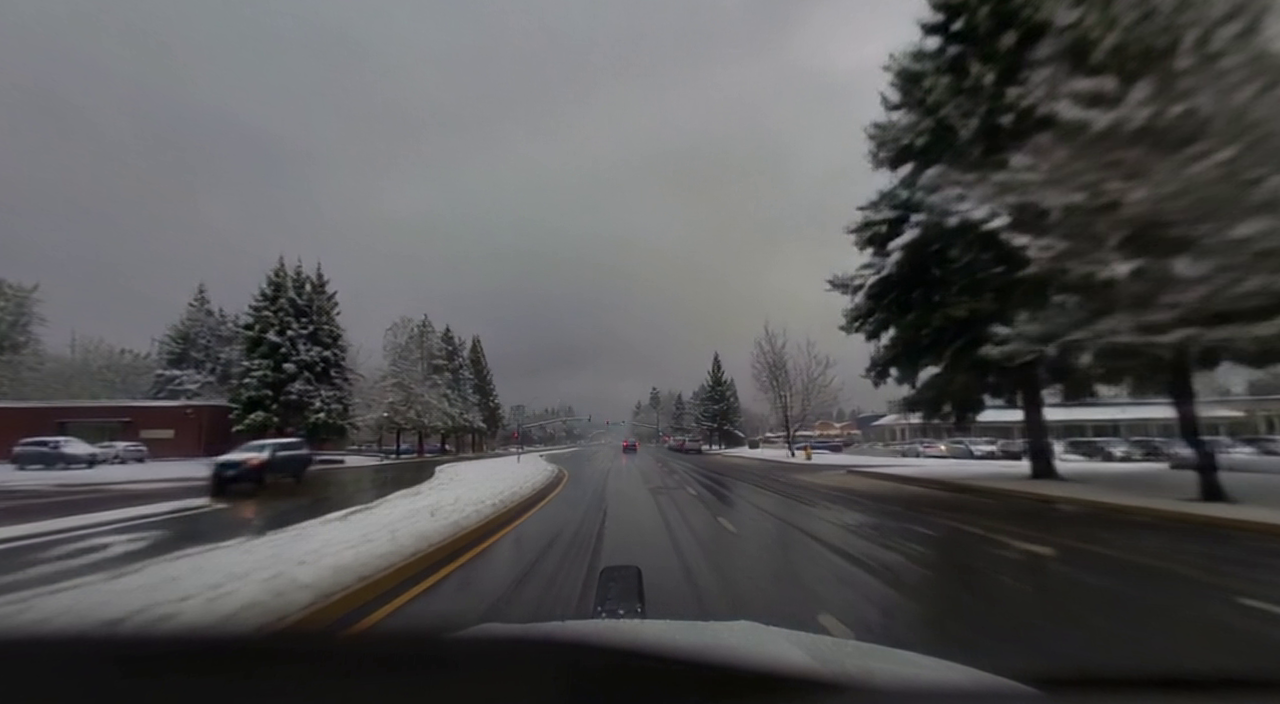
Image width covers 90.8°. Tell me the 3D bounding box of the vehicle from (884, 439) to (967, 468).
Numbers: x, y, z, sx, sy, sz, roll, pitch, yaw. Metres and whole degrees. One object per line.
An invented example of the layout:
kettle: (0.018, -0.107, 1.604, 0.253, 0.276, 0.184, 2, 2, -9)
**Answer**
vehicle: (16.460, 5.876, 36.765, 1.966, 1.583, 4.568, 2, -9, -13)

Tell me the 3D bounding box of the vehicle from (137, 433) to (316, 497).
vehicle: (-13.239, 3.628, 20.444, 4.497, 1.774, 1.958, -3, -9, 3)

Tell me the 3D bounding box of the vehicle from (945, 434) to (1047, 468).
vehicle: (21.249, 5.959, 38.093, 2.150, 1.812, 5.372, 0, -8, -13)

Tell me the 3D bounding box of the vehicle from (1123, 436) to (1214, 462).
vehicle: (34.053, 6.254, 40.873, 1.774, 1.551, 4.340, 1, -9, -7)

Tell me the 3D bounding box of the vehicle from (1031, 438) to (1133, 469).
vehicle: (24.670, 5.630, 35.510, 1.988, 1.617, 4.524, 1, -8, -10)

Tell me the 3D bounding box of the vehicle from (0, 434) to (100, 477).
vehicle: (-40.701, 6.911, 42.425, 6.096, 2.729, 2.827, 0, -8, -1)
